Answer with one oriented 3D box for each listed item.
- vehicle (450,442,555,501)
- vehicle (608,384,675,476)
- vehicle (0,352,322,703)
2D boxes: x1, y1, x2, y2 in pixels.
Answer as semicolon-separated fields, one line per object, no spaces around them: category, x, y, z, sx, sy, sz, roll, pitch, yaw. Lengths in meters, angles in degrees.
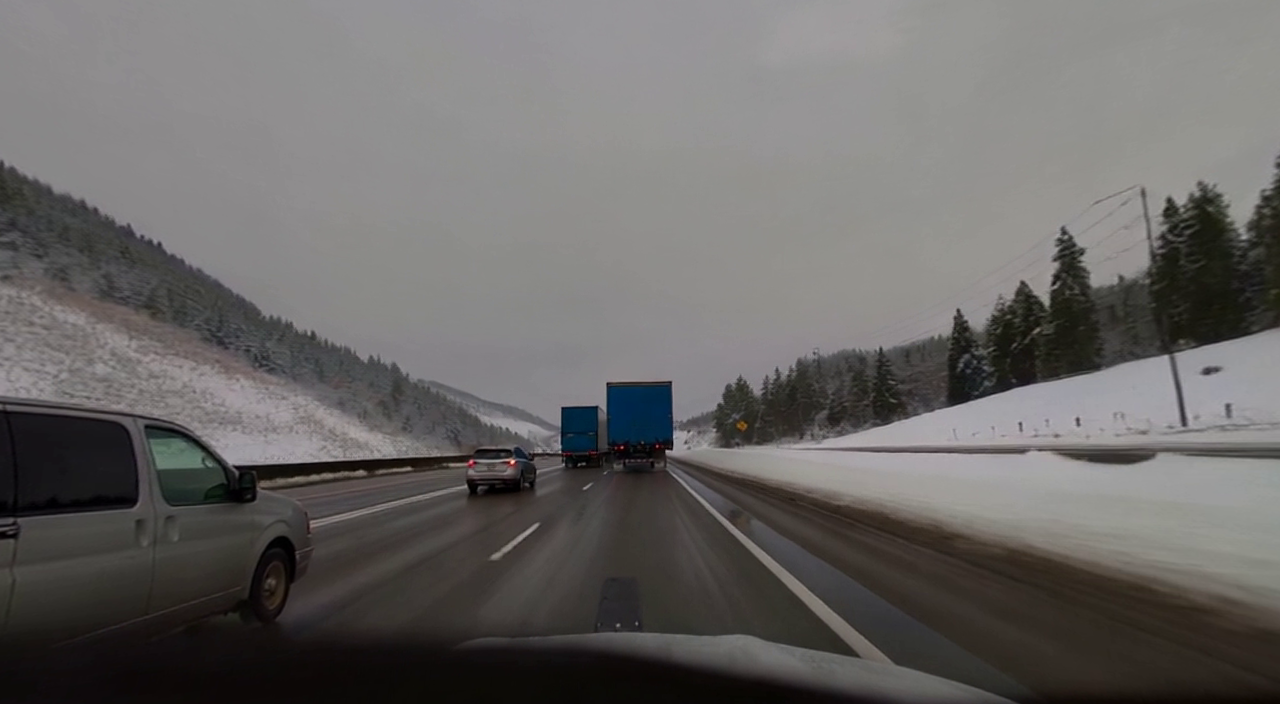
vehicle;-3.699;3.279;17.765;1.950;1.446;4.224;0;-8;1
vehicle;0.142;4.193;33.075;2.913;3.988;10.874;0;-8;1
vehicle;-4.071;0.964;3.382;2.136;1.779;4.875;0;-8;1
